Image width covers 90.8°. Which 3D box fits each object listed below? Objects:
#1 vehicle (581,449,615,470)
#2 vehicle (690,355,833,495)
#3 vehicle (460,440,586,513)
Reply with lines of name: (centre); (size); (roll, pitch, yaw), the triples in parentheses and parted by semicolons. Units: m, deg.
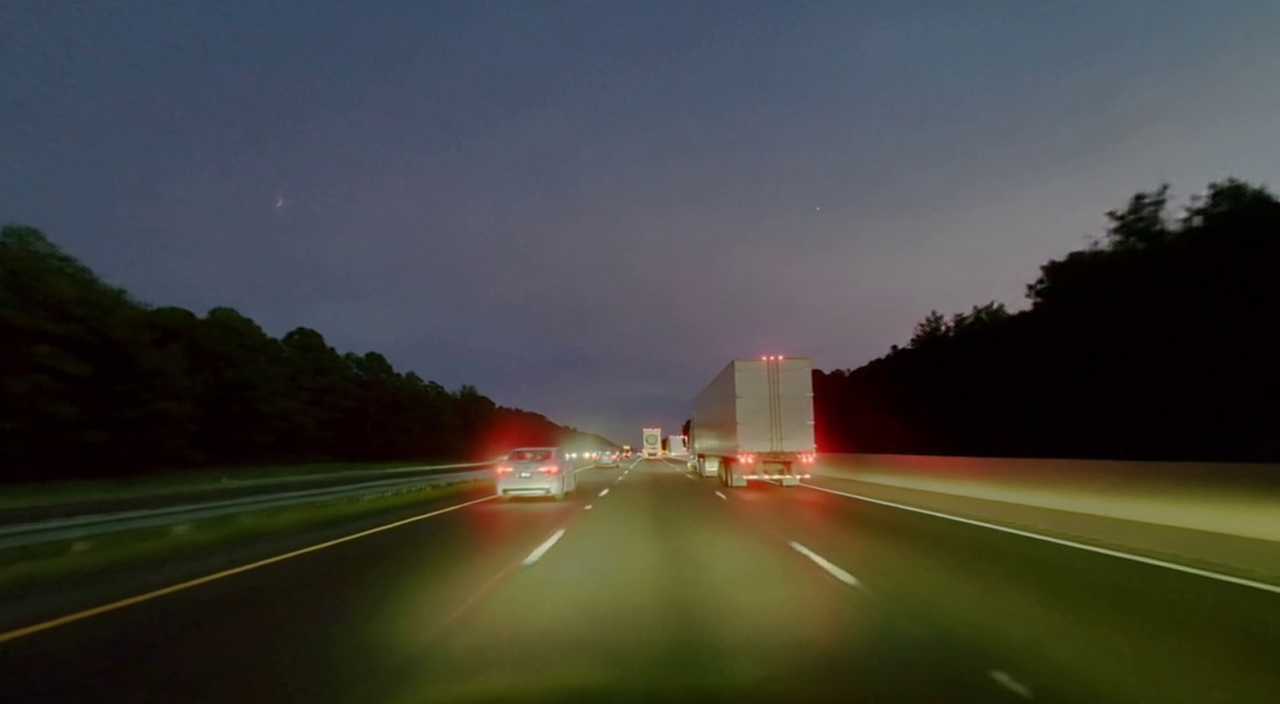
vehicle: (-3.062, 7.953, 46.901); (2.121, 1.445, 4.651); (0, -9, 1)
vehicle: (4.101, 3.232, 25.679); (2.974, 4.083, 14.389); (0, -9, 0)
vehicle: (-2.713, 3.041, 15.943); (2.104, 1.526, 4.940); (0, -9, 2)
